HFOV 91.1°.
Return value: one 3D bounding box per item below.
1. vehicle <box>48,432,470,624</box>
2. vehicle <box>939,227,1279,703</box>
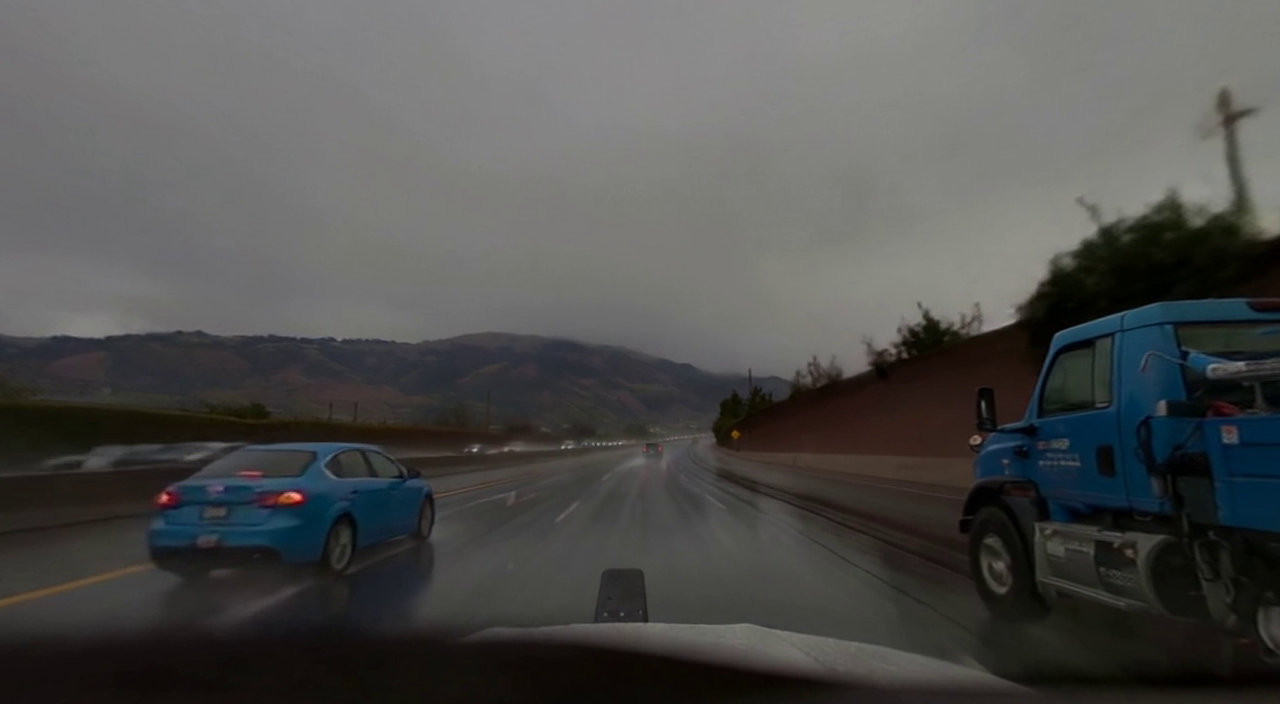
[{"bbox_3d":[-3.632,1.742,7.288,1.974,1.493,4.563,0,-9,1],"label":"vehicle"},{"bbox_3d":[3.662,0.552,1.622,2.538,2.228,6.370,0,-9,-1],"label":"vehicle"}]
